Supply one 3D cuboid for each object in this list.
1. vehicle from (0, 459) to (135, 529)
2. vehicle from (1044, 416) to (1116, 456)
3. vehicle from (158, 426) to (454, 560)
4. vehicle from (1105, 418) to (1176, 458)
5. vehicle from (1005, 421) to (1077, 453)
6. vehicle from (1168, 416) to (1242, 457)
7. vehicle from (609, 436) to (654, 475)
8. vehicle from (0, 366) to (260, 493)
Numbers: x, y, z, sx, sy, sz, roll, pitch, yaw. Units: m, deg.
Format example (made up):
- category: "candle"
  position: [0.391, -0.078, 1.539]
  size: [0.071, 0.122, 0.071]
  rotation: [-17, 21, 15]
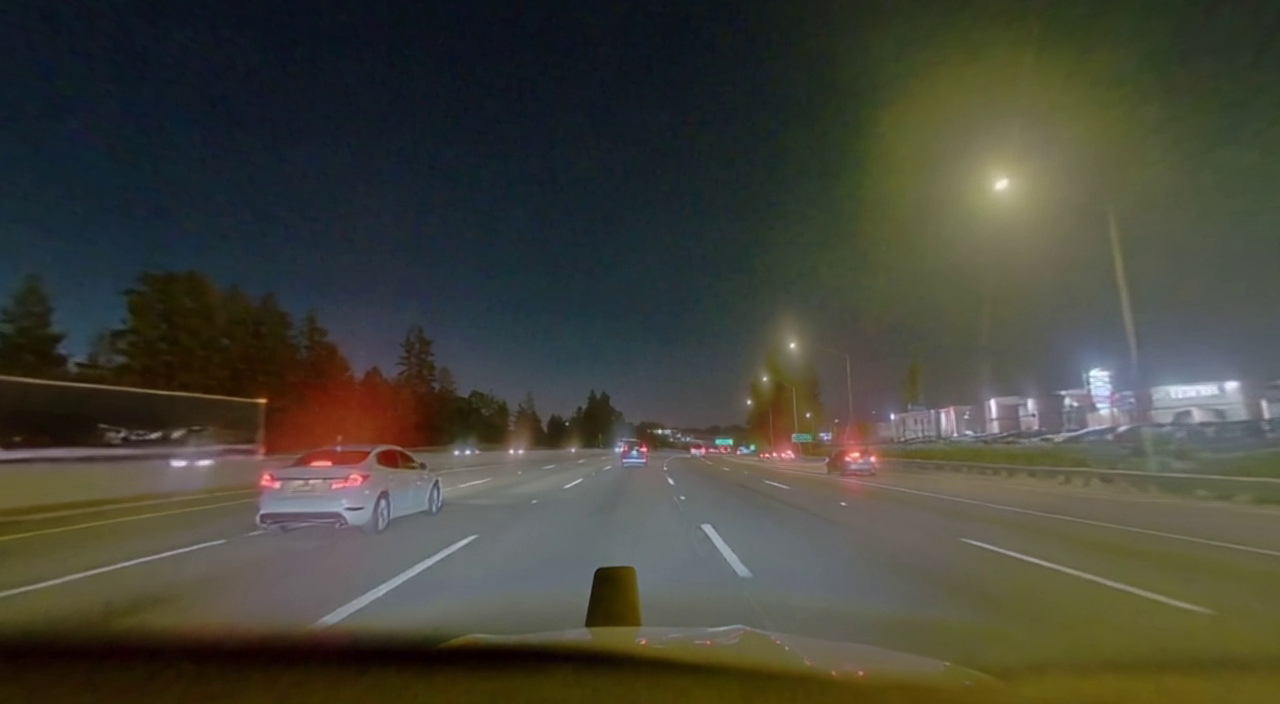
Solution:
- category: "vehicle"
  position: [-14.942, 3.347, 15.201]
  size: [1.933, 1.441, 4.319]
  rotation: [0, -9, 1]
- category: "vehicle"
  position: [23.377, 4.489, 33.490]
  size: [4.718, 1.998, 2.027]
  rotation: [8, -12, -42]
- category: "vehicle"
  position: [-4.425, 1.925, 9.411]
  size: [1.907, 1.483, 4.562]
  rotation: [0, -9, 0]
- category: "vehicle"
  position: [25.246, 4.382, 31.821]
  size: [4.384, 1.848, 2.061]
  rotation: [9, -13, -44]
- category: "vehicle"
  position: [23.791, 5.074, 37.410]
  size: [4.419, 1.749, 2.055]
  rotation: [6, -11, -37]
- category: "vehicle"
  position: [26.677, 4.032, 29.767]
  size: [4.472, 1.804, 2.149]
  rotation: [9, -12, -44]
- category: "vehicle"
  position: [-0.353, 5.440, 33.431]
  size: [2.155, 1.856, 4.796]
  rotation: [0, -9, 2]
- category: "vehicle"
  position: [-22.449, 3.351, 26.079]
  size: [3.012, 4.161, 16.545]
  rotation: [0, -9, 1]
